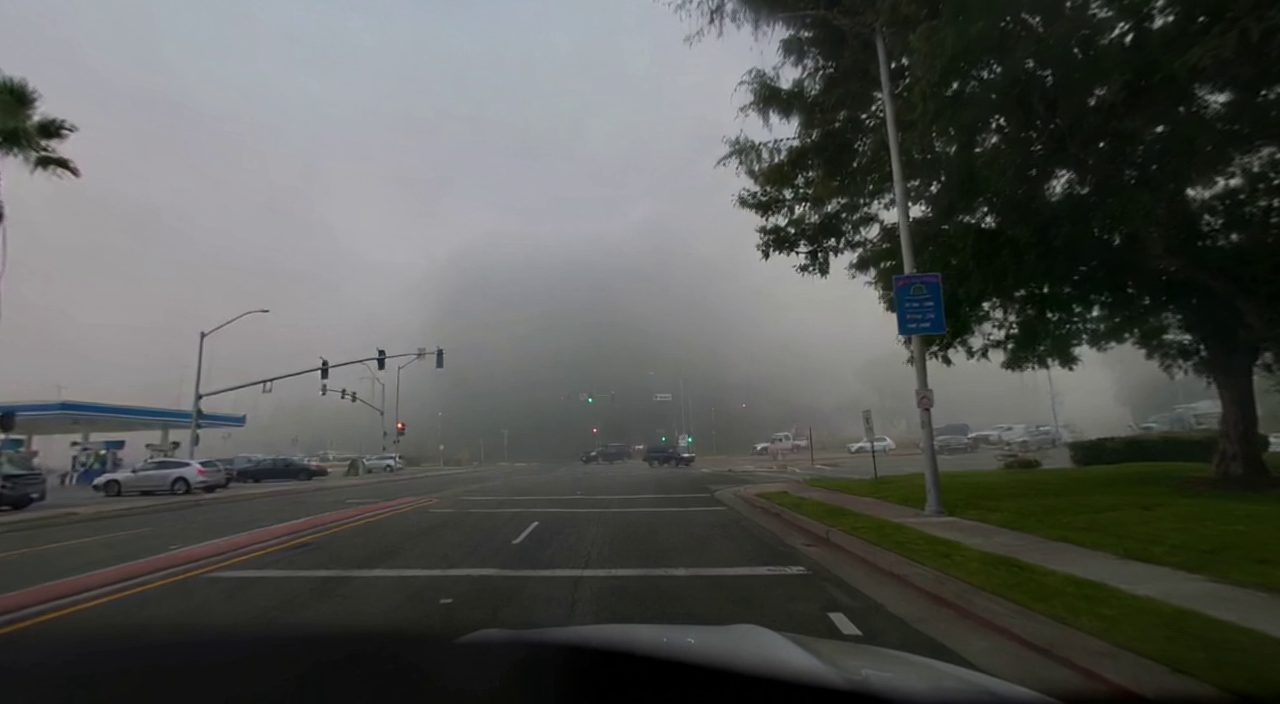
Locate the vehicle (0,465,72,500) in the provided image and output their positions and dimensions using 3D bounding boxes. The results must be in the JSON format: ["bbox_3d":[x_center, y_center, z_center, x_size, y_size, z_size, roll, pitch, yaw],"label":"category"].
[{"bbox_3d":[-37.741,7.878,38.342,2.061,1.808,5.607,2,-9,-11],"label":"vehicle"}]

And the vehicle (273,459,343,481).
[{"bbox_3d":[-25.591,9.113,48.772,4.407,1.565,1.861,0,-9,2],"label":"vehicle"}]

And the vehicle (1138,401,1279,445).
[{"bbox_3d":[42.860,5.377,47.394,8.366,3.165,2.720,0,-8,1],"label":"vehicle"}]

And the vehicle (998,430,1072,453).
[{"bbox_3d":[30.384,6.880,48.663,4.286,1.519,2.070,-2,-9,-3],"label":"vehicle"}]

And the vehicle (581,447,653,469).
[{"bbox_3d":[-1.646,7.526,45.074,4.763,1.496,1.920,3,-9,-22],"label":"vehicle"}]

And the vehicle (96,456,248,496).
[{"bbox_3d":[-19.473,5.166,26.456,4.758,1.542,1.941,0,-9,-1],"label":"vehicle"}]
